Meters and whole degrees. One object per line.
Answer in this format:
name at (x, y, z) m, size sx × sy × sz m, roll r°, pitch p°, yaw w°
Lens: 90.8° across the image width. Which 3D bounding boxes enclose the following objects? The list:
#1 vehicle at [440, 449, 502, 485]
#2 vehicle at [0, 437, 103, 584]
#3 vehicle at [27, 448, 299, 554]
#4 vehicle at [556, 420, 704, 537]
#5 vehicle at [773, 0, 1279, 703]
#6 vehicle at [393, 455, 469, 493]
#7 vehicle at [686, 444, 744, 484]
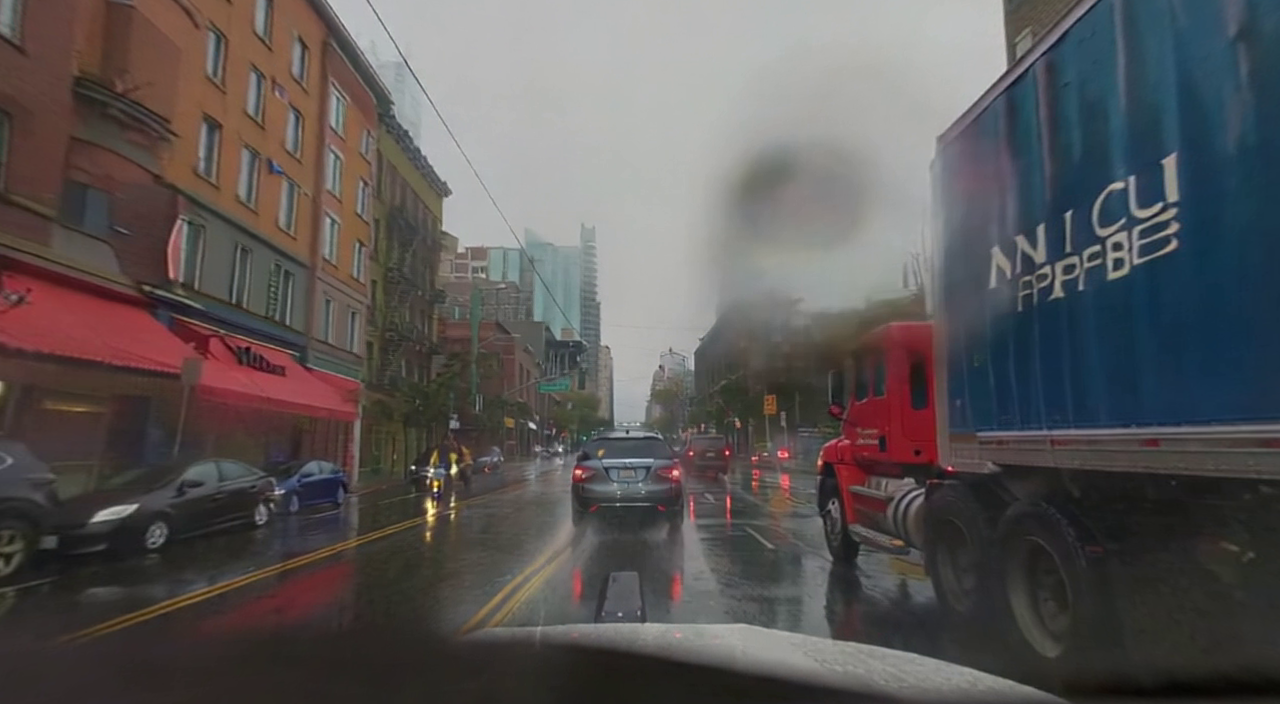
vehicle at (-8.674, 5.940, 32.877) m, size 2.084 × 1.686 × 4.422 m, roll 0°, pitch -9°, yaw -1°
vehicle at (-8.797, 1.742, 6.419) m, size 2.065 × 1.758 × 5.144 m, roll 0°, pitch -8°, yaw 1°
vehicle at (-8.844, 2.734, 12.339) m, size 1.896 × 1.652 × 4.269 m, roll -1°, pitch -9°, yaw 1°
vehicle at (-0.170, 2.308, 12.127) m, size 2.283 × 1.783 × 4.548 m, roll 0°, pitch -8°, yaw 0°
vehicle at (2.983, -0.006, 2.390) m, size 2.913 × 3.771 × 9.716 m, roll 0°, pitch -8°, yaw 1°
vehicle at (-8.698, 5.092, 26.732) m, size 1.805 × 1.379 × 4.359 m, roll 0°, pitch -8°, yaw -1°
vehicle at (3.387, 5.126, 29.332) m, size 2.159 × 1.696 × 4.316 m, roll 0°, pitch -9°, yaw 0°
